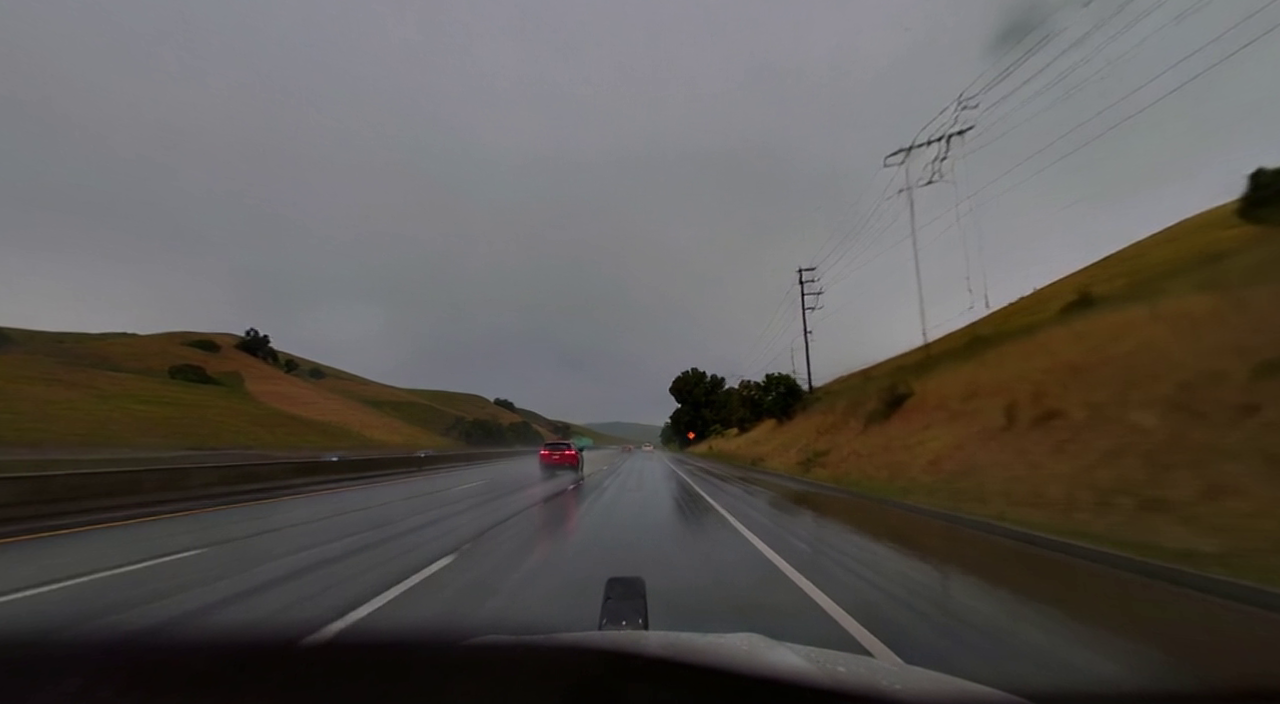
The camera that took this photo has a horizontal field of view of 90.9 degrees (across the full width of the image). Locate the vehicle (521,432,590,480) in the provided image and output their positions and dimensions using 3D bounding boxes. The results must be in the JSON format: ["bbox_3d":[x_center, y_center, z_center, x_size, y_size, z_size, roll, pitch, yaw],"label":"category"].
[{"bbox_3d":[-3.450,4.350,26.644,2.136,1.845,4.515,-1,-8,2],"label":"vehicle"}]
